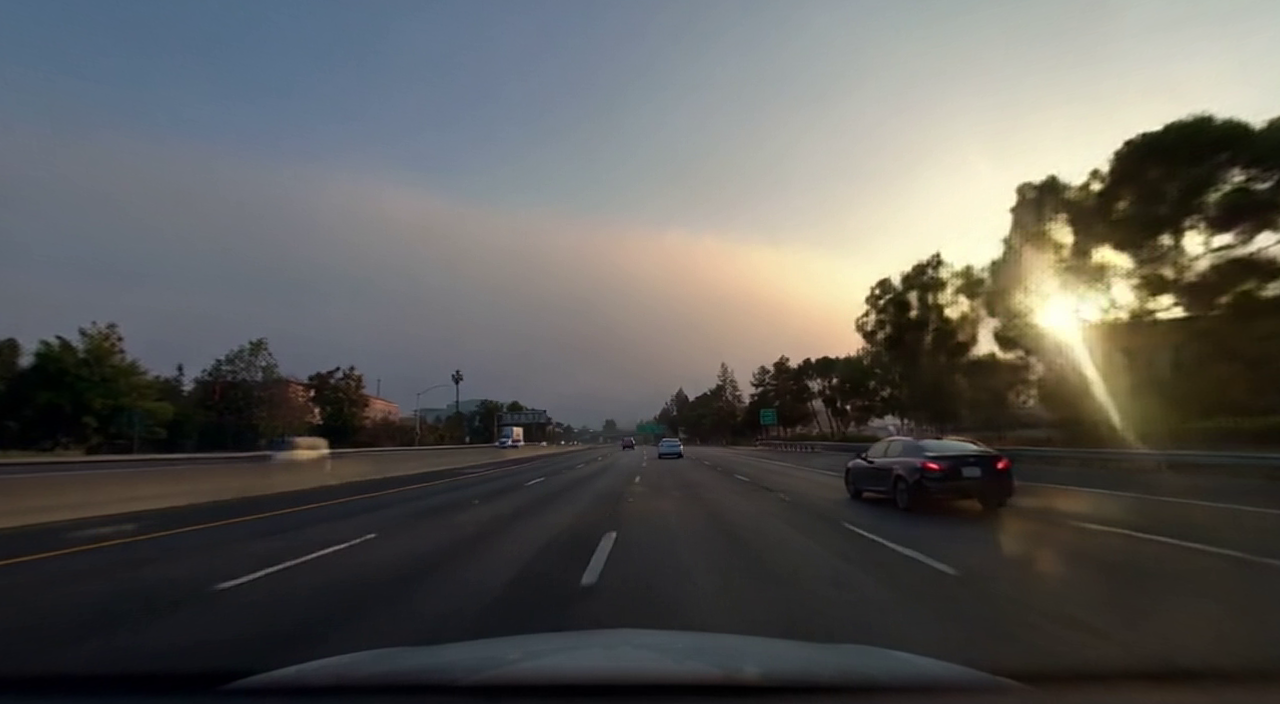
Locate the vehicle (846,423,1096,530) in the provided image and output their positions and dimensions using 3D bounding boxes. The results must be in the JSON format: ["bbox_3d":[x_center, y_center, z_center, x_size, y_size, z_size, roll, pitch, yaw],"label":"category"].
[{"bbox_3d":[5.551,2.149,11.502,2.029,1.528,4.644,0,-9,0],"label":"vehicle"}]

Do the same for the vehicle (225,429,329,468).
[{"bbox_3d":[-18.822,5.037,33.125,2.209,1.844,5.345,0,-9,1],"label":"vehicle"}]

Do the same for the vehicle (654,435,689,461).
[{"bbox_3d":[2.113,6.637,43.888,2.127,1.692,4.382,0,-9,-1],"label":"vehicle"}]
